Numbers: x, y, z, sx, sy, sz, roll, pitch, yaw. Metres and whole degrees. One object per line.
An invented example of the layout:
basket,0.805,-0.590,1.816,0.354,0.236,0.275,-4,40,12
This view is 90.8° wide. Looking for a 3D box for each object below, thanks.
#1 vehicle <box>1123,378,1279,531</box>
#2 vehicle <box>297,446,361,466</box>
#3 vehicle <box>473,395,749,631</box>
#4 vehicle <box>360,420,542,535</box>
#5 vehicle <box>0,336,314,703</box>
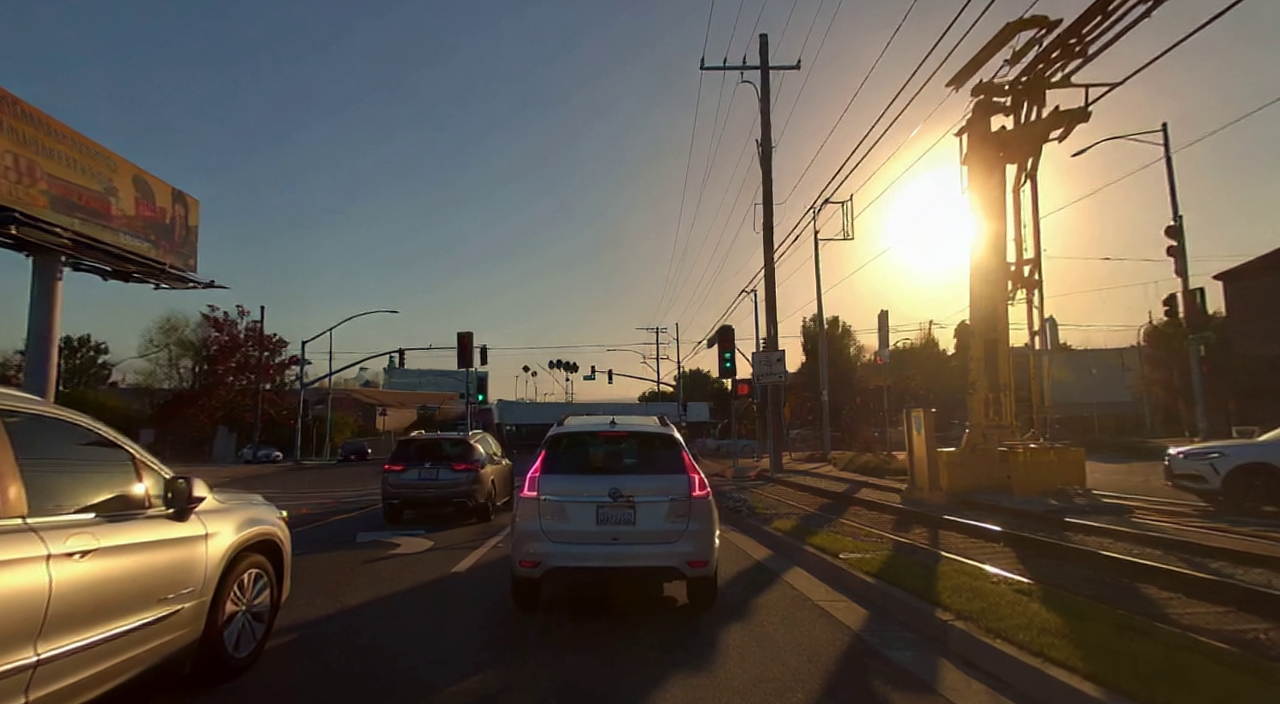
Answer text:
vehicle,9.599,1.309,8.194,5.060,1.702,2.033,1,-9,-4
vehicle,-24.189,8.058,49.077,4.357,1.444,1.842,-3,-9,19
vehicle,-0.218,1.459,6.553,2.025,1.723,3.644,0,-9,0
vehicle,-3.134,2.193,11.586,1.988,1.678,4.317,0,-9,0
vehicle,-3.930,0.863,2.986,2.052,1.814,5.184,0,-9,-1
